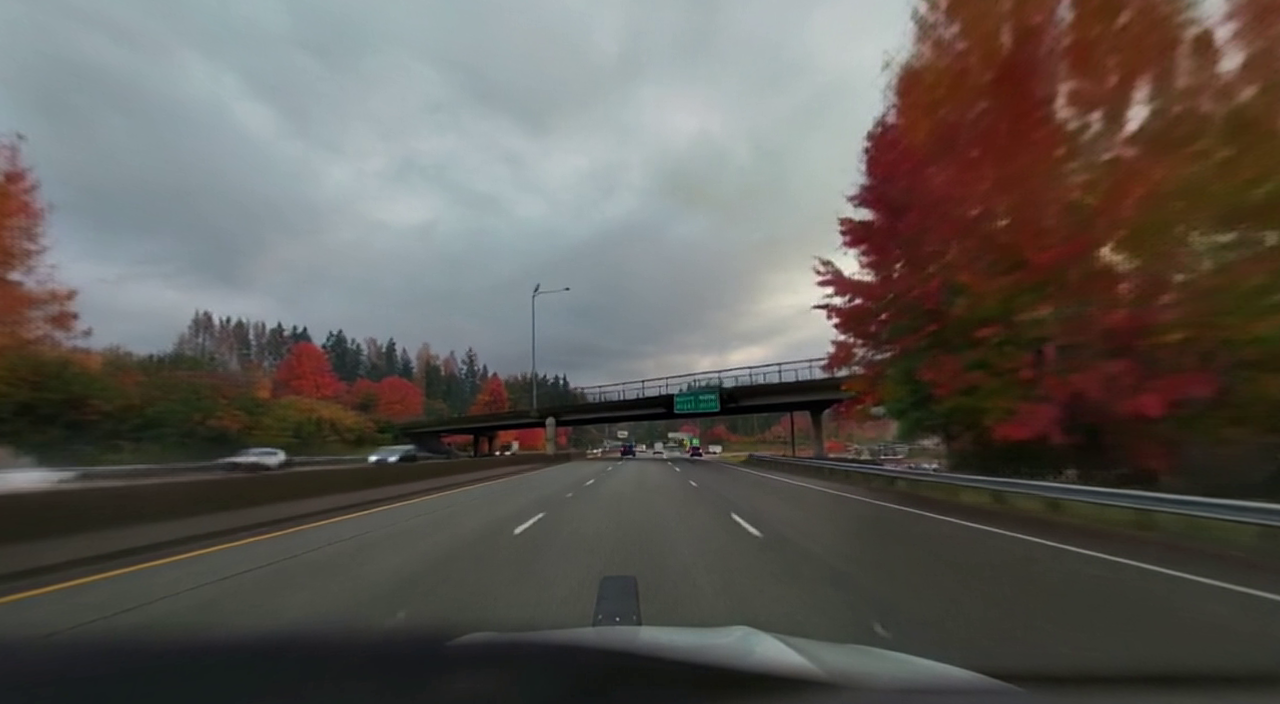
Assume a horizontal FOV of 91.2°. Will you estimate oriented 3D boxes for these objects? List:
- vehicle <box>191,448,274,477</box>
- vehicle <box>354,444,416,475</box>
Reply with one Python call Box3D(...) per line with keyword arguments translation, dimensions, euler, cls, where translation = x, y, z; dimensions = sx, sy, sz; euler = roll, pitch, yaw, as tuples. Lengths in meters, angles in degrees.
Box3D(translation=(-23.932, 6.478, 36.993), dimensions=(1.913, 1.623, 4.082), euler=(-1, -9, 5), cls="vehicle")
Box3D(translation=(-16.293, 6.903, 40.325), dimensions=(2.014, 1.839, 4.356), euler=(-1, -9, 2), cls="vehicle")
